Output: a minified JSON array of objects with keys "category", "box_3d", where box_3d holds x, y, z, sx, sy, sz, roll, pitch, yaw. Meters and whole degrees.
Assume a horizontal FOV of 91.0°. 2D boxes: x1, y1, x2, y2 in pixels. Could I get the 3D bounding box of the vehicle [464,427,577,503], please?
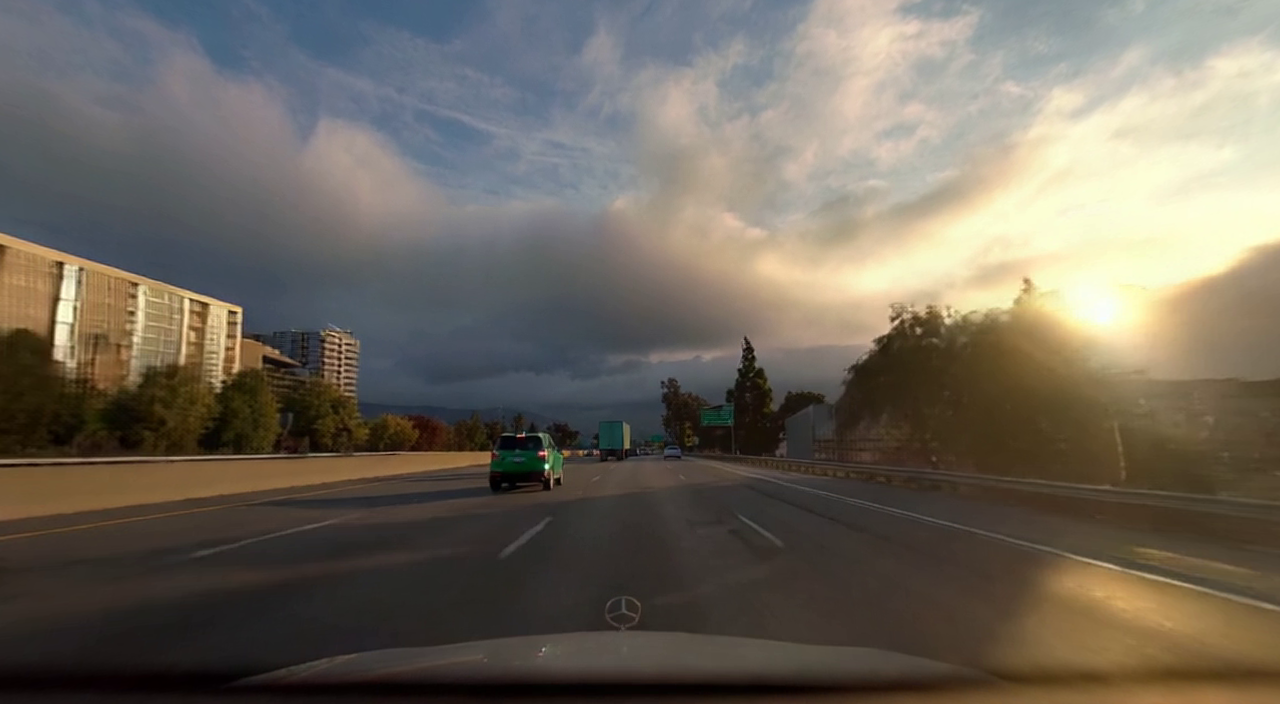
[{"category":"vehicle","box_3d":[-3.033,2.979,17.016,2.111,1.742,4.315,0,-9,1]}]
